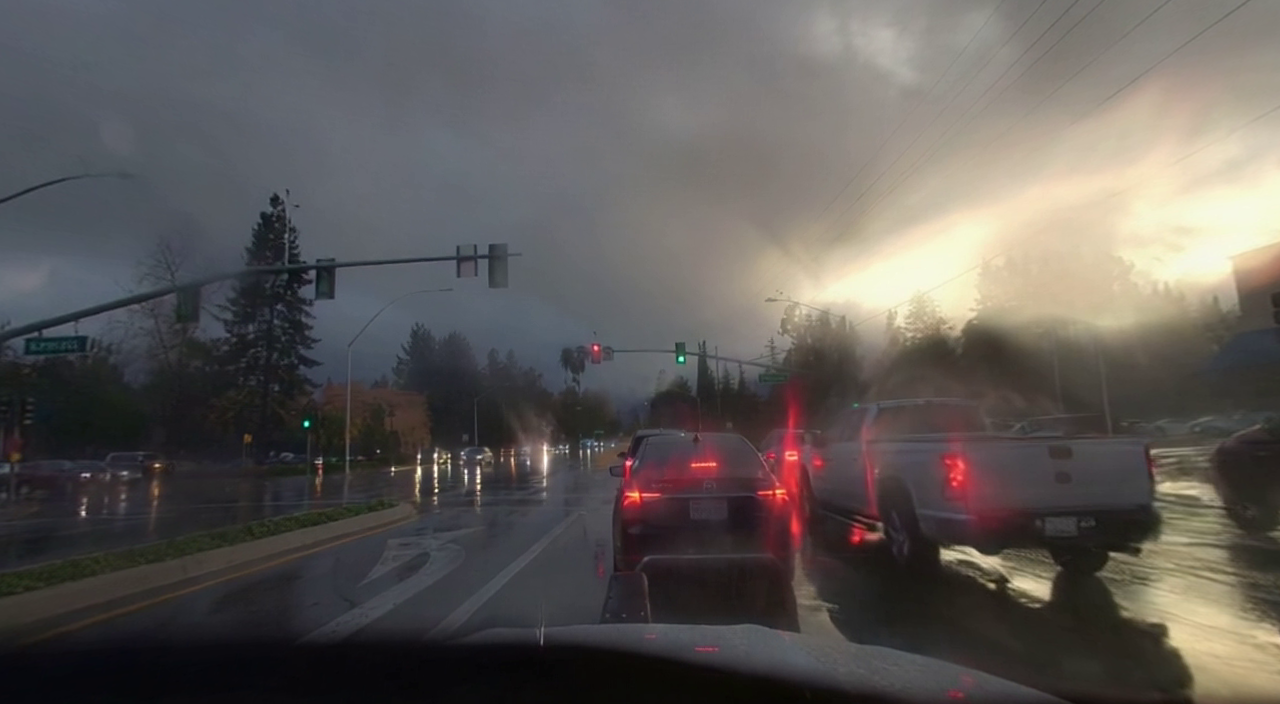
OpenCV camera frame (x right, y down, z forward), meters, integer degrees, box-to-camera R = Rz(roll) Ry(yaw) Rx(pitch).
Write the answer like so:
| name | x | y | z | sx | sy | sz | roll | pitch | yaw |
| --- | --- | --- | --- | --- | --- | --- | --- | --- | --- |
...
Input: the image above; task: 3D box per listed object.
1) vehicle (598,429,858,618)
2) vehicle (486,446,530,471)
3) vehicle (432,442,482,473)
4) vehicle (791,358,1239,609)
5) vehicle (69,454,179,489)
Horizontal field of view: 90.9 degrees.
| name | x | y | z | sx | sy | sz | roll | pitch | yaw |
| --- | --- | --- | --- | --- | --- | --- | --- | --- | --- |
| vehicle | 0.604 | 1.612 | 6.874 | 2.038 | 1.447 | 3.756 | 0 | -8 | -3 |
| vehicle | -8.408 | 6.815 | 40.477 | 2.002 | 1.469 | 4.301 | 0 | -8 | -1 |
| vehicle | -11.879 | 6.846 | 41.227 | 1.991 | 1.844 | 4.393 | 0 | -8 | 0 |
| vehicle | 3.815 | 1.491 | 8.070 | 2.358 | 2.116 | 5.328 | 0 | -8 | -1 |
| vehicle | -29.078 | 6.703 | 35.600 | 4.789 | 1.828 | 2.025 | -2 | -9 | 10 |
